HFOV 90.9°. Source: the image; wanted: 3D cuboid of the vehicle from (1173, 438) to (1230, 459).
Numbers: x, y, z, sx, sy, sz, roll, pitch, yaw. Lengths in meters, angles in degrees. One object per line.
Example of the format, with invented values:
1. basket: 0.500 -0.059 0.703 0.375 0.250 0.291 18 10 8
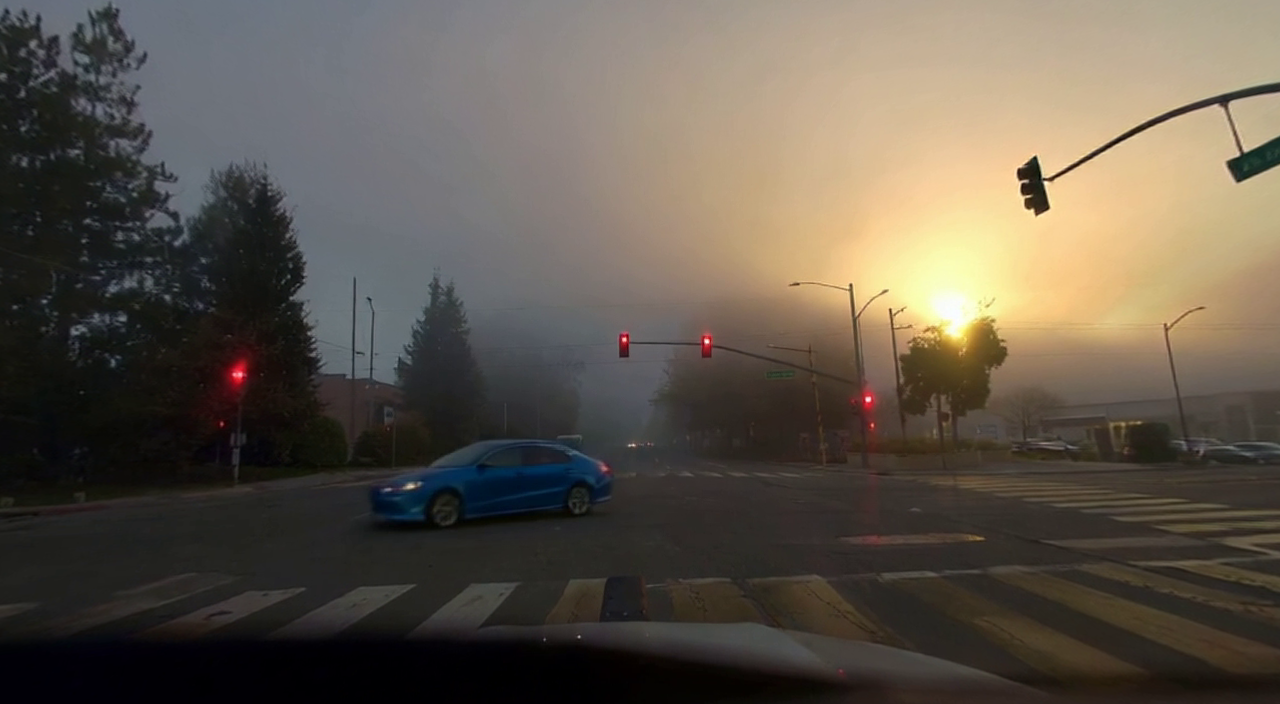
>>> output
1. vehicle: 42.834 7.348 48.056 4.133 1.561 1.824 5 -10 -29

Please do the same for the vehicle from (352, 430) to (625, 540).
1. vehicle: -2.416 2.189 11.109 1.877 1.523 4.377 -7 -11 39
